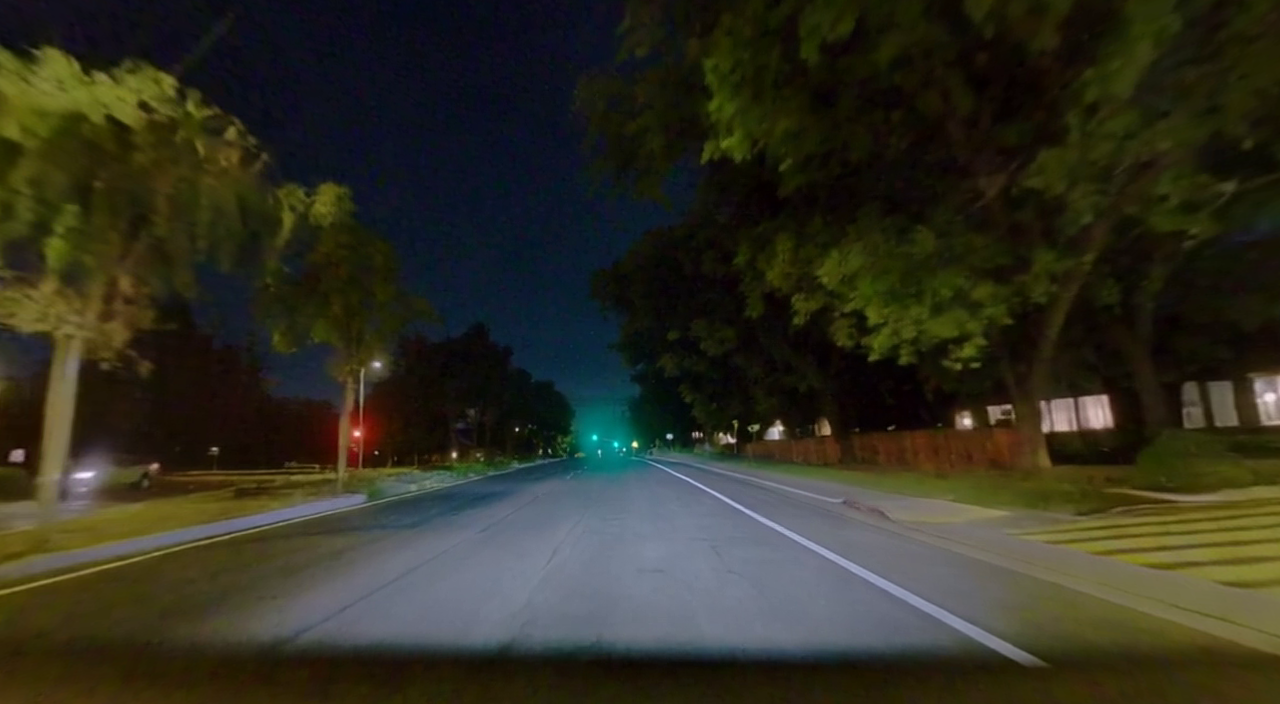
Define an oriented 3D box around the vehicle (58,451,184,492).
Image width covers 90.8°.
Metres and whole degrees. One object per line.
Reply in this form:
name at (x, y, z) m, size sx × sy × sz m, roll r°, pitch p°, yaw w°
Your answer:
vehicle at (-24.010, 5.500, 29.486) m, size 2.150 × 1.710 × 4.503 m, roll 0°, pitch -8°, yaw -3°
